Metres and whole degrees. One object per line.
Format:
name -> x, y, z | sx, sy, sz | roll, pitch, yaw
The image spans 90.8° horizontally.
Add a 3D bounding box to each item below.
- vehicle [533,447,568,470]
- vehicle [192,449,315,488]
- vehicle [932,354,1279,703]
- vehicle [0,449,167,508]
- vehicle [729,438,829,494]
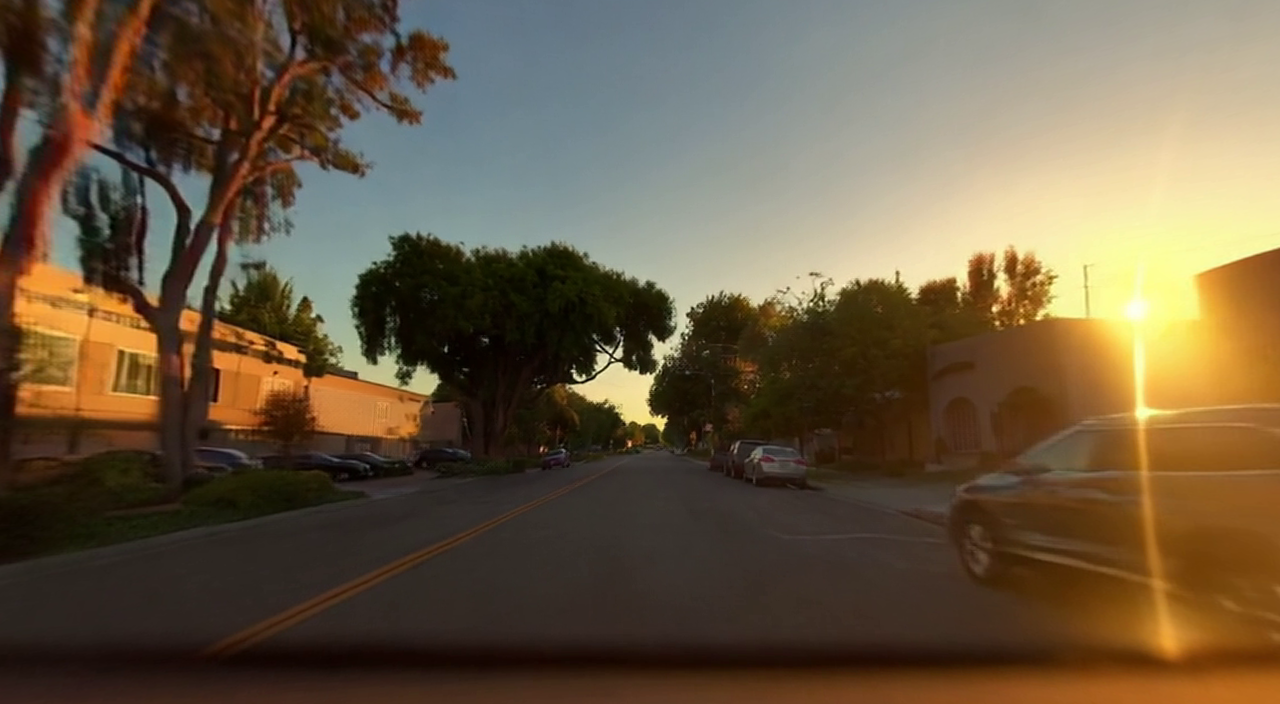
vehicle -> -6.530, 7.752, 46.306 | 1.928, 1.537, 4.439 | -1, -8, 0
vehicle -> -15.674, 4.677, 25.668 | 4.181, 1.467, 1.851 | -3, -9, 16
vehicle -> 4.017, 1.053, 4.122 | 2.104, 1.726, 4.288 | 0, -8, -1
vehicle -> -16.025, 3.497, 17.823 | 4.491, 1.455, 1.959 | -3, -9, 18
vehicle -> 4.253, 3.581, 20.272 | 1.952, 1.538, 5.215 | 0, -8, -1
